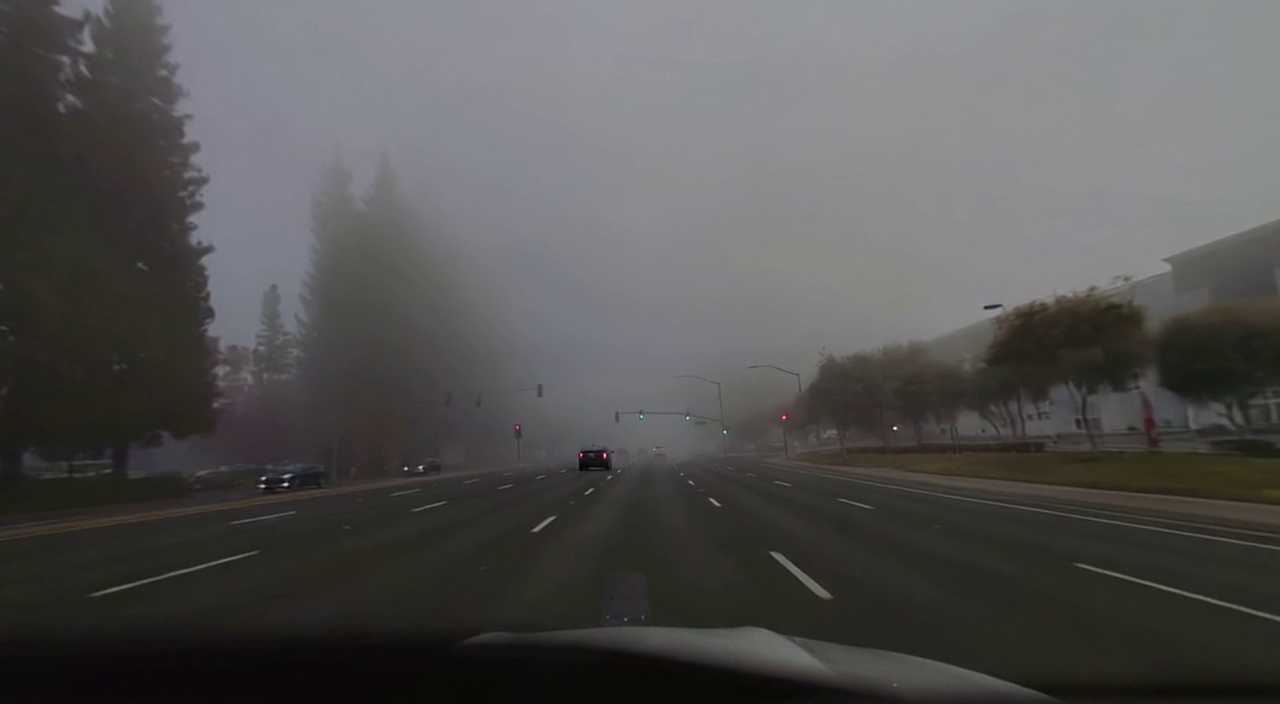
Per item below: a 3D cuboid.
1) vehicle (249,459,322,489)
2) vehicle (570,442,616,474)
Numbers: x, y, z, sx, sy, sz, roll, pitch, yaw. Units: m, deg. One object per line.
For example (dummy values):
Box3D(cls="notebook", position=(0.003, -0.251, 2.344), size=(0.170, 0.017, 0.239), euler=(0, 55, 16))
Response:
Box3D(cls="vehicle", position=(-24.026, 8.285, 42.982), size=(2.005, 1.791, 4.989), euler=(0, -8, 1))
Box3D(cls="vehicle", position=(-2.564, 5.866, 35.259), size=(2.121, 1.656, 4.559), euler=(0, -8, 1))
